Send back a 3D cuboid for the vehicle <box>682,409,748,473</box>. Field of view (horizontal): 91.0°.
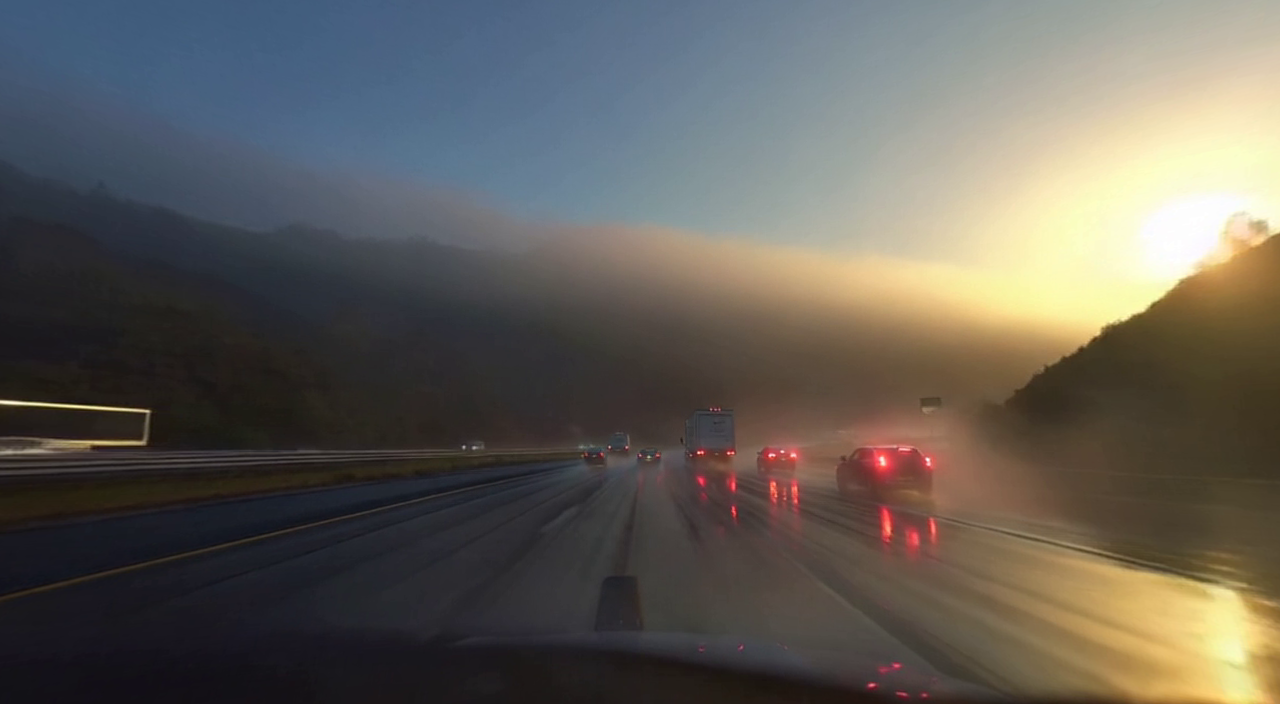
[{"bbox_3d":[4.644,5.875,41.450,3.130,3.607,11.129,0,-9,1],"label":"vehicle"}]

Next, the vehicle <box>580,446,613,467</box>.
[{"bbox_3d":[-3.179,7.761,46.889,2.132,1.506,4.256,0,-9,0],"label":"vehicle"}]

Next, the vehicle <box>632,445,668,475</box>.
[{"bbox_3d":[0.554,5.899,34.572,1.866,1.492,3.932,0,-9,1],"label":"vehicle"}]

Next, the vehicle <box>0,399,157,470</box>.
[{"bbox_3d":[-37.797,5.130,38.930,2.881,3.999,15.945,0,-9,2],"label":"vehicle"}]

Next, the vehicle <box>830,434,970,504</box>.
[{"bbox_3d":[7.024,3.194,17.627,2.044,1.676,4.421,0,-9,0],"label":"vehicle"}]

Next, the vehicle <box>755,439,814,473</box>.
[{"bbox_3d":[7.945,5.763,35.132,2.143,1.775,4.729,0,-9,0],"label":"vehicle"}]
